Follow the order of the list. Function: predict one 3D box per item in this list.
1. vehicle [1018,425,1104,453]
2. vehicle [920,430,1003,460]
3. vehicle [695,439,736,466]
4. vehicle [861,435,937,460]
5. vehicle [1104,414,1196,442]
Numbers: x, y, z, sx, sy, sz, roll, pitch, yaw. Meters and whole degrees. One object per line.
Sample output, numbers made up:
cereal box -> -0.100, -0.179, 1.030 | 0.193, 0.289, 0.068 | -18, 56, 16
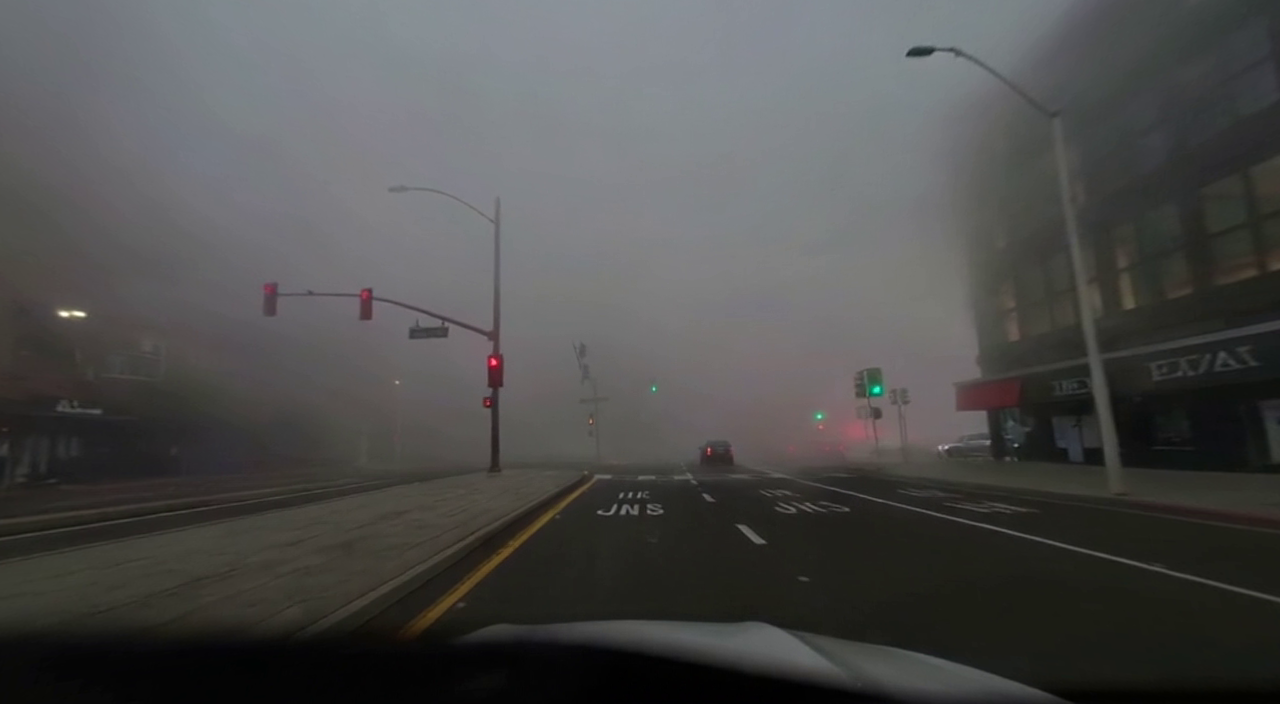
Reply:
vehicle -> 27.608, 5.704, 41.378 | 4.280, 1.734, 1.964 | 0, -8, -6
vehicle -> 21.022, 6.089, 41.319 | 4.341, 1.845, 1.984 | 0, -8, 0
vehicle -> 4.575, 6.141, 38.652 | 2.038, 1.528, 4.259 | 0, -8, 1
vehicle -> 18.311, 6.759, 44.748 | 4.491, 1.702, 2.094 | -1, -8, 4
vehicle -> 36.405, 5.420, 45.054 | 4.687, 1.902, 2.162 | 0, -8, -1
